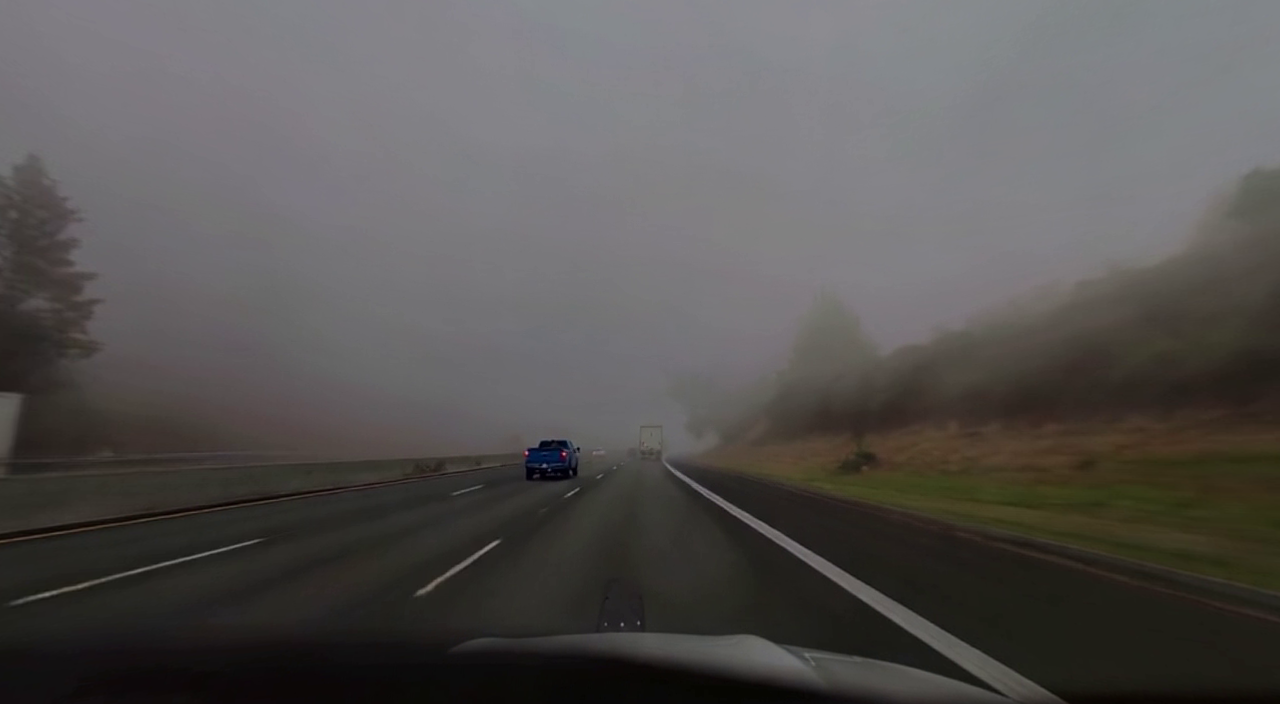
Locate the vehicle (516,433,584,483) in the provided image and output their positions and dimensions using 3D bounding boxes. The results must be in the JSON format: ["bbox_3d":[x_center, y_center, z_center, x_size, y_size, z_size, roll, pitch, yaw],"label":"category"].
[{"bbox_3d":[-3.836,4.677,28.049,2.216,1.949,5.237,0,-9,0],"label":"vehicle"}]
